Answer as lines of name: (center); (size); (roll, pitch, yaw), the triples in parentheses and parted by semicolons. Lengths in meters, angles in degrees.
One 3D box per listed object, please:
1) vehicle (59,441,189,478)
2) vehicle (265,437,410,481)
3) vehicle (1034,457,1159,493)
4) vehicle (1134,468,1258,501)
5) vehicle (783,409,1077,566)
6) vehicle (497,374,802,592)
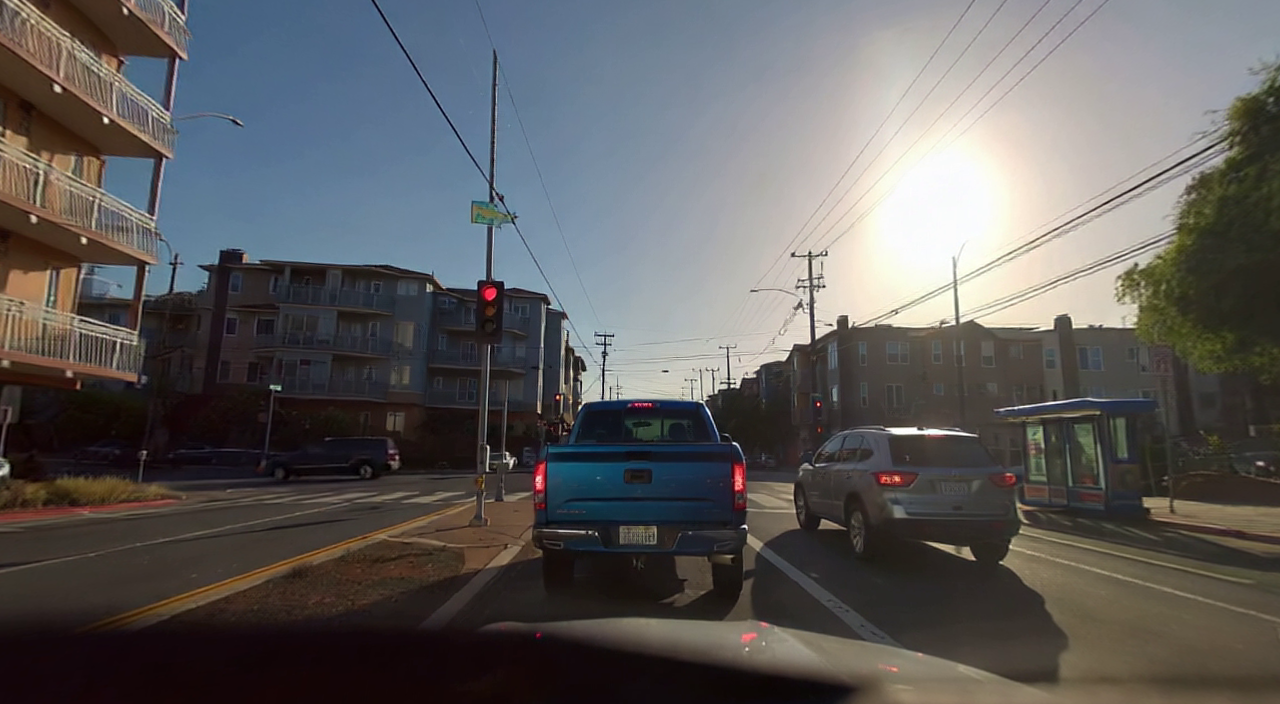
vehicle: (-24.848, 5.156, 30.458); (4.563, 1.692, 1.778); (0, -8, -2)
vehicle: (-12.640, 4.493, 26.589); (5.043, 1.766, 1.980); (0, -8, -1)
vehicle: (21.740, 5.860, 30.164); (4.498, 1.618, 1.843); (0, -9, 0)
vehicle: (26.372, 6.283, 30.008); (4.071, 1.388, 1.884); (0, -8, 1)
vehicle: (3.842, 1.883, 9.584); (2.131, 1.759, 4.762); (0, -8, -1)
vehicle: (0.112, 1.557, 8.308); (2.738, 1.959, 5.070); (0, -8, 1)
